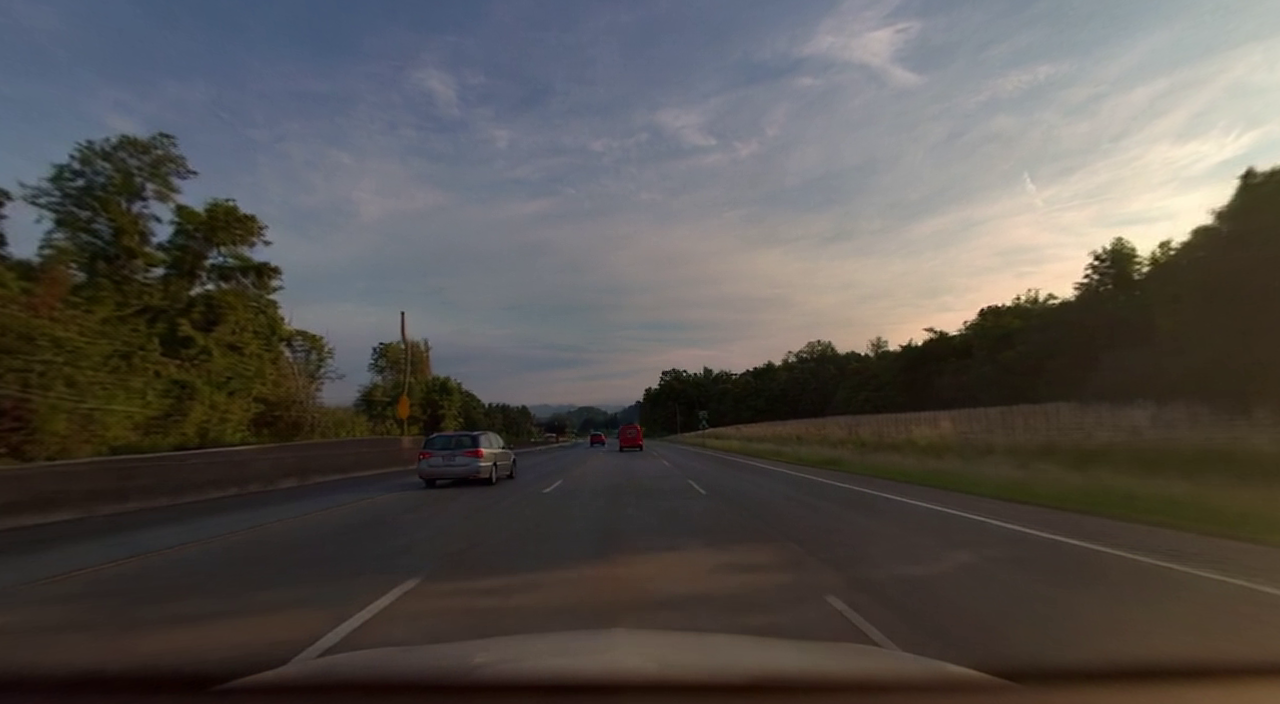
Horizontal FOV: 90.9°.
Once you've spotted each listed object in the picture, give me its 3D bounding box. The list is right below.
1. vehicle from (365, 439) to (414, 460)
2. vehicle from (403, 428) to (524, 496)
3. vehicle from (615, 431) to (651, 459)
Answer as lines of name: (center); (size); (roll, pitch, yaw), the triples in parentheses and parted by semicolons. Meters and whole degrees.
vehicle: (-19.537, 7.592, 49.342); (1.975, 1.534, 4.443); (0, -8, 1)
vehicle: (-4.317, 2.735, 16.139); (1.931, 1.483, 4.105); (0, -8, 0)
vehicle: (-0.449, 5.792, 39.435); (2.162, 1.616, 4.242); (0, -8, -1)
